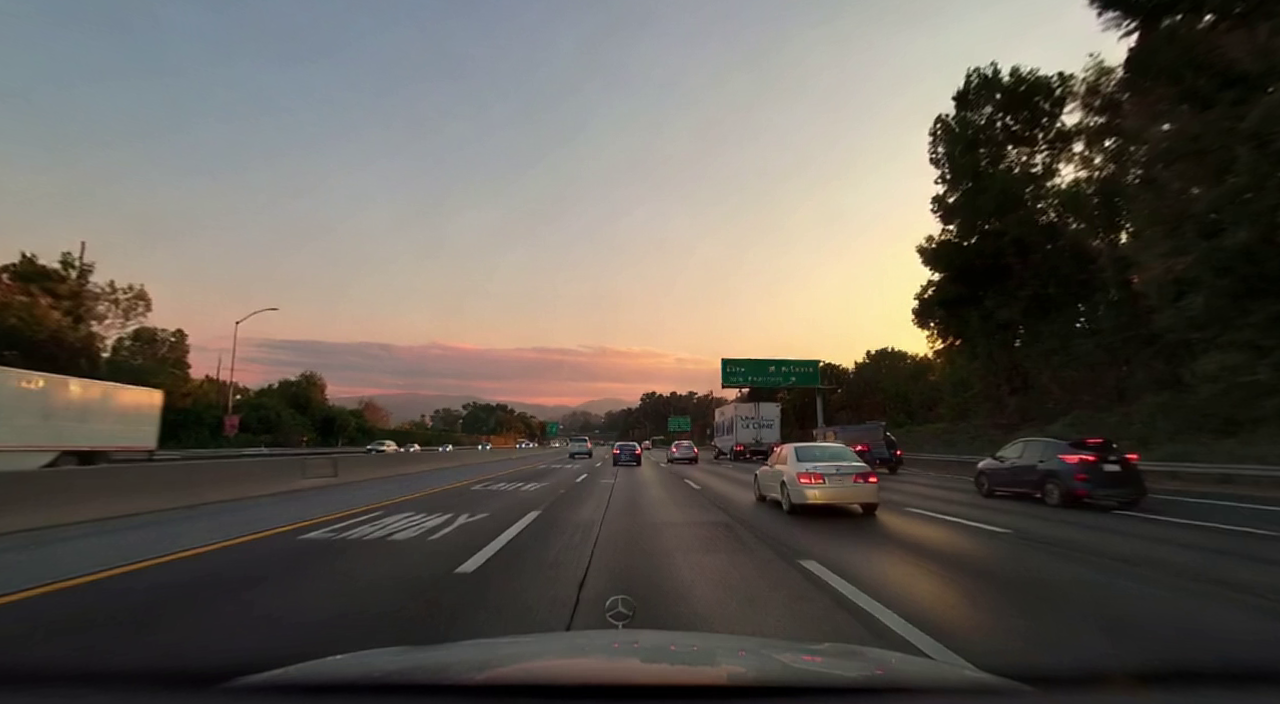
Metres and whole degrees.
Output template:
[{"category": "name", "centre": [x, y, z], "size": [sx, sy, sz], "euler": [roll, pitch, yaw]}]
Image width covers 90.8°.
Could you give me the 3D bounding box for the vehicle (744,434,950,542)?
[{"category": "vehicle", "centre": [3.157, 2.159, 10.769], "size": [1.865, 1.427, 4.448], "euler": [0, -9, -2]}]

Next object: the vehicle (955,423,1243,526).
[{"category": "vehicle", "centre": [8.141, 2.206, 11.951], "size": [1.885, 1.536, 4.657], "euler": [0, -9, -1]}]

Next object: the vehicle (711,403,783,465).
[{"category": "vehicle", "centre": [6.918, 5.548, 42.212], "size": [2.799, 3.655, 8.627], "euler": [0, -9, -3]}]

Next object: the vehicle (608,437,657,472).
[{"category": "vehicle", "centre": [-0.373, 4.720, 29.183], "size": [2.098, 1.475, 3.997], "euler": [0, -9, -1]}]

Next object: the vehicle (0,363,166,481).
[{"category": "vehicle", "centre": [-24.824, 2.526, 22.864], "size": [2.968, 4.234, 16.281], "euler": [0, -9, -1]}]

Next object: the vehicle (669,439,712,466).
[{"category": "vehicle", "centre": [2.986, 6.112, 38.579], "size": [1.993, 1.504, 4.781], "euler": [0, -9, -3]}]
